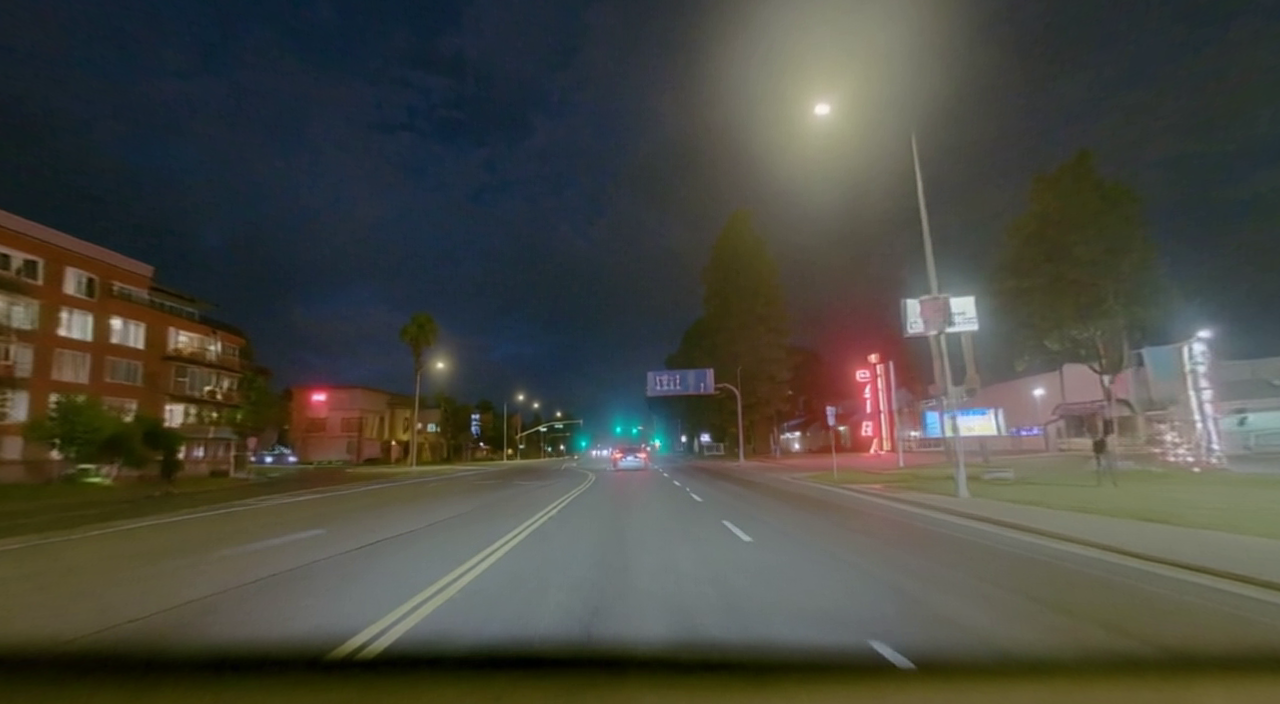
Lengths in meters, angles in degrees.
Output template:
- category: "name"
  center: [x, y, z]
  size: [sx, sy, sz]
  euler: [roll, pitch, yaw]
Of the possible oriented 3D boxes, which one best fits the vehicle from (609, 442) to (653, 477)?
- category: "vehicle"
  center: [-0.438, 5.833, 34.282]
  size: [2.235, 1.719, 4.292]
  euler: [2, -9, 1]
